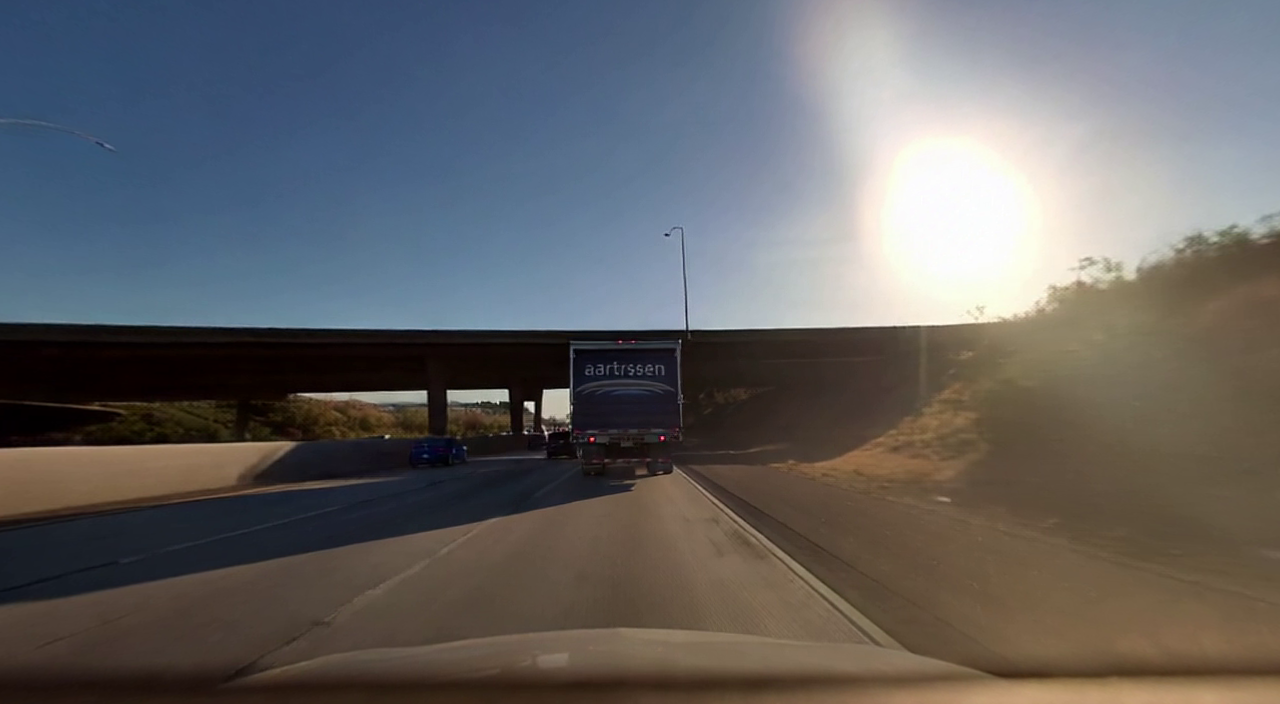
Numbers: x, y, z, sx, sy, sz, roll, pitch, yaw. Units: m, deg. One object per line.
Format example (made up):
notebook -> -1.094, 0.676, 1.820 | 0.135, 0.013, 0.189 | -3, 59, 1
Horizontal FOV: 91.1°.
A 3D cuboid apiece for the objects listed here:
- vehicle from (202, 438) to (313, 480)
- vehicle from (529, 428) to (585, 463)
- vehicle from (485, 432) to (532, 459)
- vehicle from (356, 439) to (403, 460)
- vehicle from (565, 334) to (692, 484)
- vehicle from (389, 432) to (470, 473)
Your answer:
vehicle -> -16.098, 4.478, 26.764 | 1.927, 1.633, 4.459 | 0, -8, 0
vehicle -> -4.206, 4.823, 32.746 | 2.168, 1.671, 4.888 | 0, -8, 1
vehicle -> -8.134, 5.811, 39.382 | 1.981, 1.574, 4.561 | 0, -8, 0
vehicle -> -20.043, 7.495, 48.480 | 1.829, 1.546, 4.004 | 0, -8, 1
vehicle -> -0.400, 2.253, 22.683 | 3.442, 4.106, 10.719 | 0, -8, -1
vehicle -> -8.410, 4.034, 25.499 | 1.940, 1.488, 3.976 | 0, -8, 0
